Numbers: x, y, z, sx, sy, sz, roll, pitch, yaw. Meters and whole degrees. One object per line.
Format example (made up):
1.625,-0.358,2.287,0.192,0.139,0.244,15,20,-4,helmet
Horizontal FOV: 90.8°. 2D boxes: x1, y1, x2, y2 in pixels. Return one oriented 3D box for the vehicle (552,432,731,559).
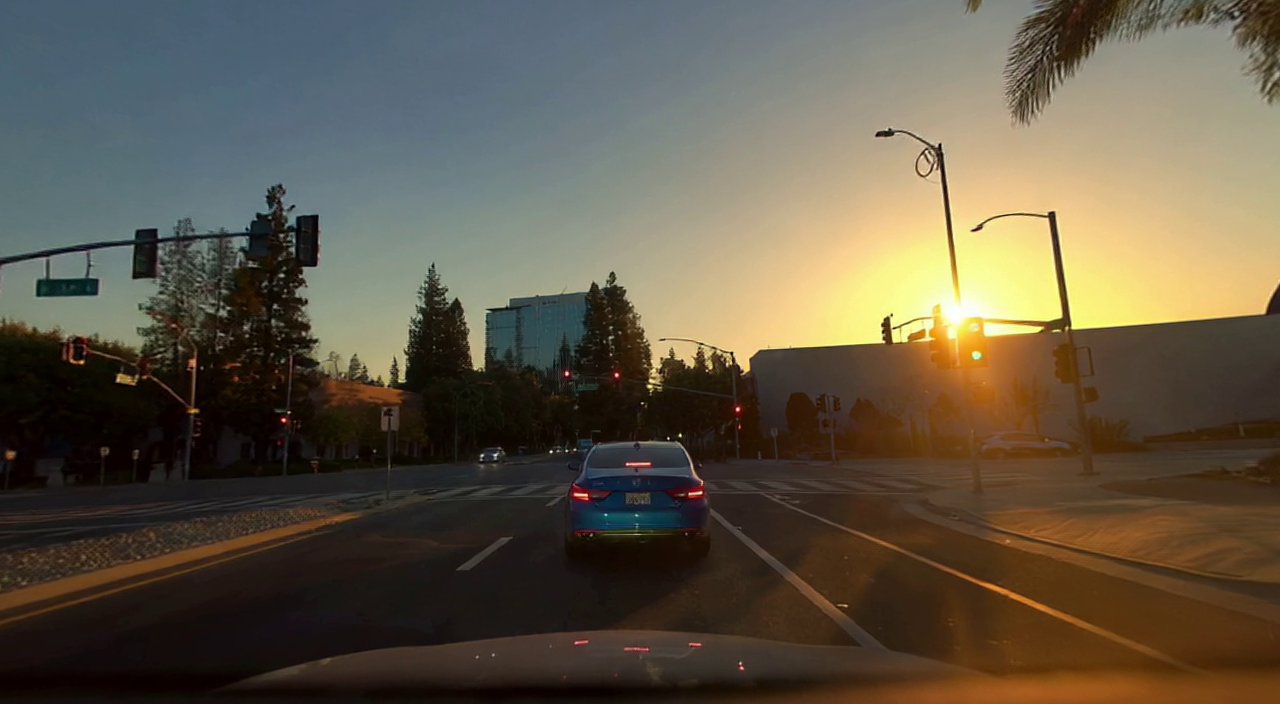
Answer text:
-0.018,1.997,9.505,2.107,1.470,3.974,0,-9,-1,vehicle
